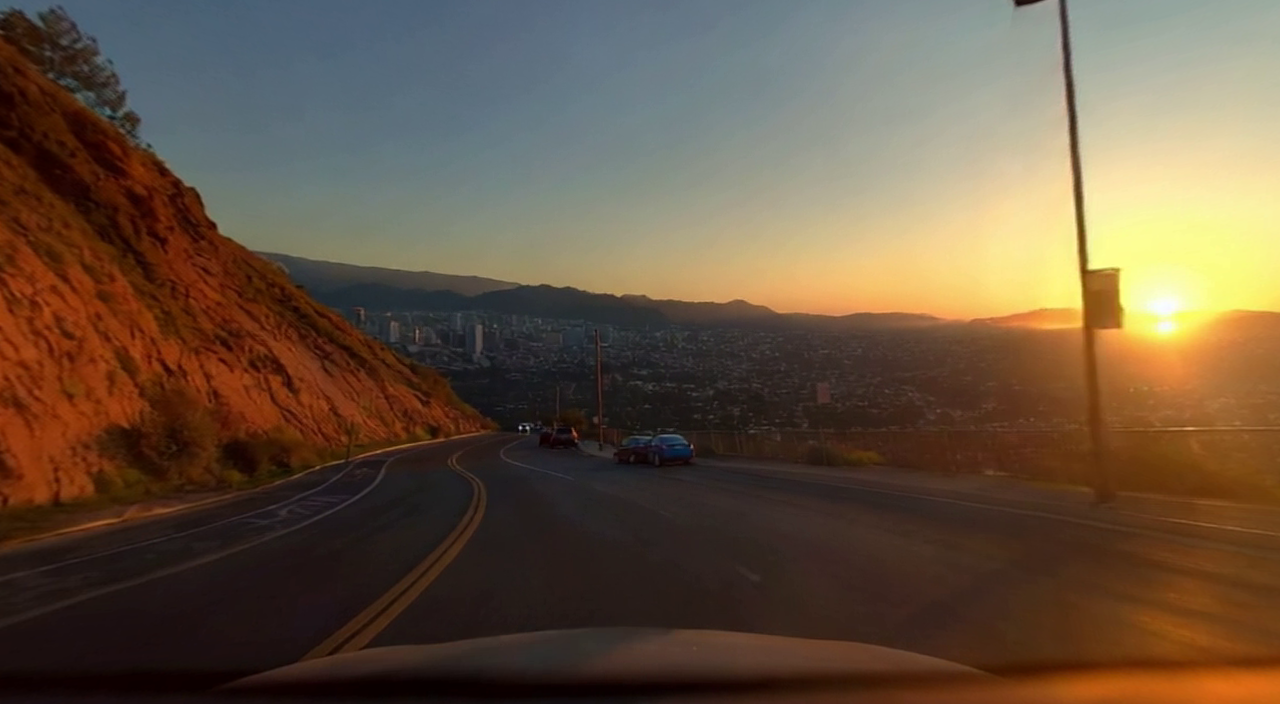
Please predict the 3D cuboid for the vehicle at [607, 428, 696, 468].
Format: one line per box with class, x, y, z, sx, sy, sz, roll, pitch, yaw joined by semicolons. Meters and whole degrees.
vehicle;0.610;4.361;28.735;2.064;1.667;4.453;-5;-10;30
